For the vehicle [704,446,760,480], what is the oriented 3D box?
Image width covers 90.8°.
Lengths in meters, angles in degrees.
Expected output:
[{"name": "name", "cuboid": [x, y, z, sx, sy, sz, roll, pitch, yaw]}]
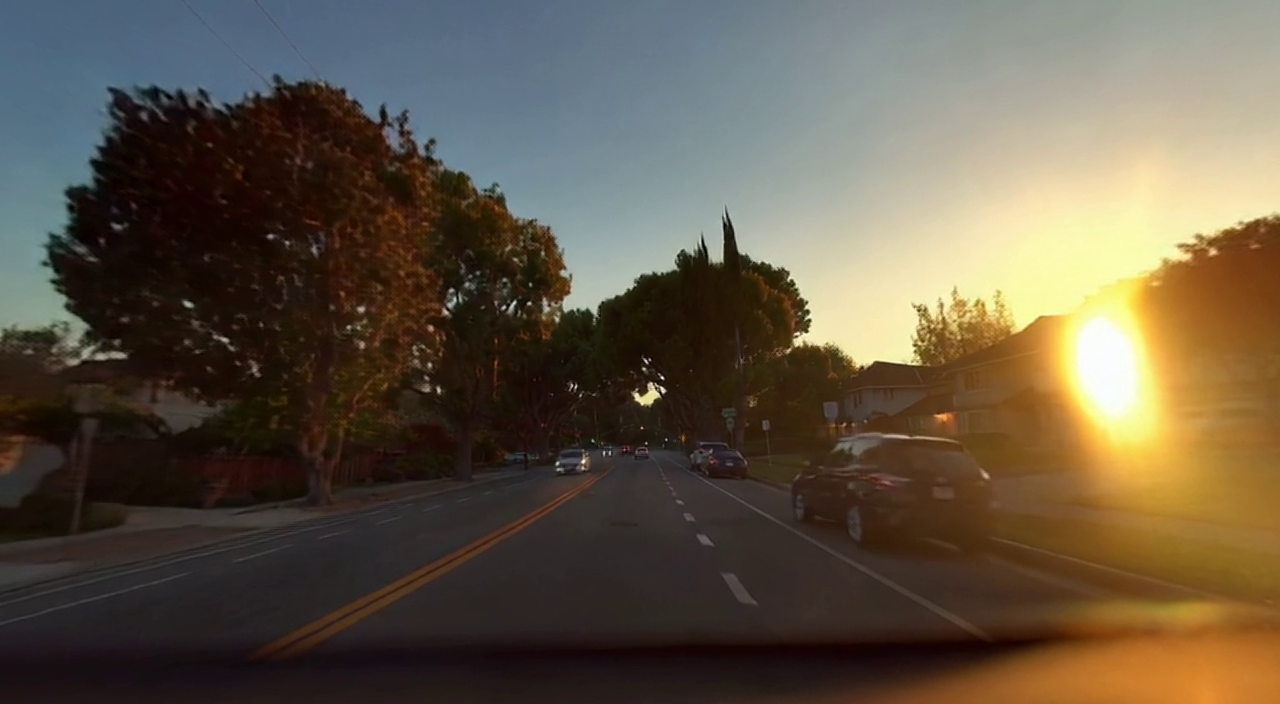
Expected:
[{"name": "vehicle", "cuboid": [4.086, 5.005, 28.819, 1.874, 1.415, 4.683, 0, -9, 0]}]

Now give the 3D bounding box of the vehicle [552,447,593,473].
[{"name": "vehicle", "cuboid": [-4.113, 6.640, 39.157, 1.960, 1.521, 4.397, 0, -9, 1]}]

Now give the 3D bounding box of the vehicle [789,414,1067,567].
[{"name": "vehicle", "cuboid": [3.863, 1.951, 9.745, 2.087, 1.725, 4.986, 0, -9, 2]}]

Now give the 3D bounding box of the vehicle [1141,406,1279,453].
[{"name": "vehicle", "cuboid": [22.038, 2.935, 23.759, 4.799, 1.678, 2.002, 1, -9, -5]}]
